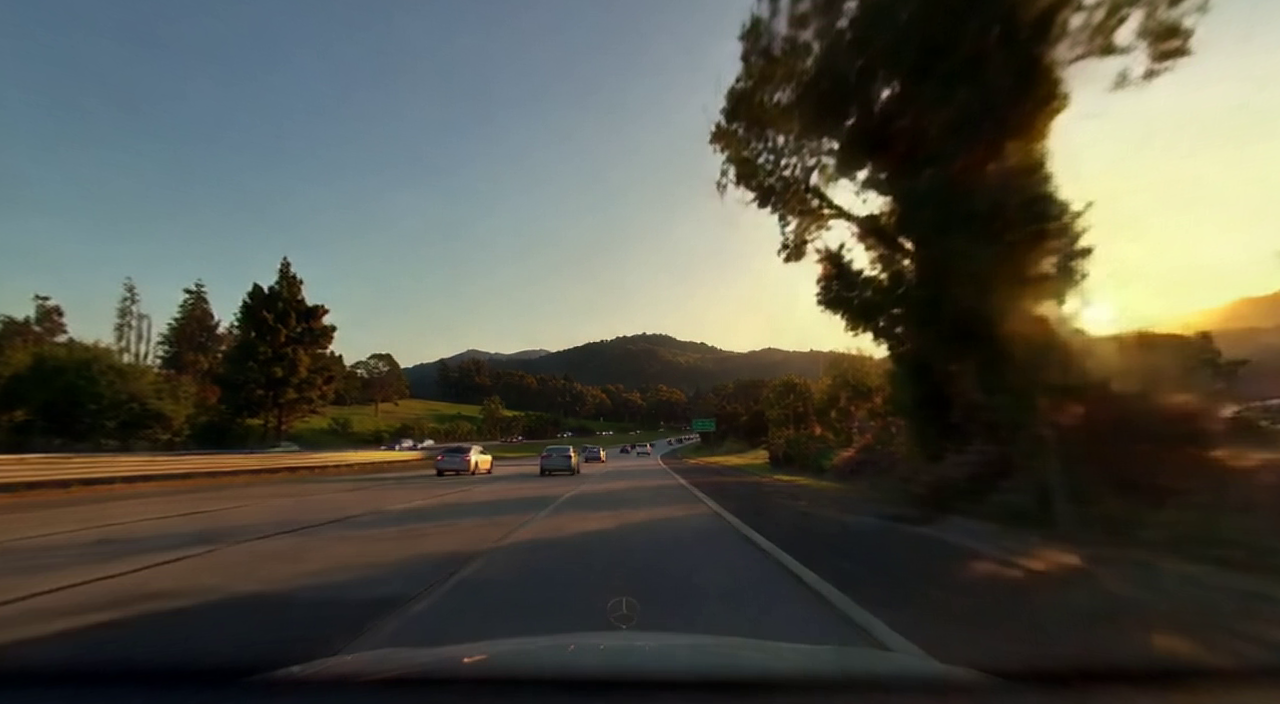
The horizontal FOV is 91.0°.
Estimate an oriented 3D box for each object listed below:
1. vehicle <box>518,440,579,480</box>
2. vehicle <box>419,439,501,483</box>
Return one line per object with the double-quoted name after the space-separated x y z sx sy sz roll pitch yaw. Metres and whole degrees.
-4.107 4.935 29.020 2.035 1.673 4.469 0 -9 1 "vehicle"
-7.576 4.629 27.047 2.108 1.686 4.556 0 -9 1 "vehicle"
